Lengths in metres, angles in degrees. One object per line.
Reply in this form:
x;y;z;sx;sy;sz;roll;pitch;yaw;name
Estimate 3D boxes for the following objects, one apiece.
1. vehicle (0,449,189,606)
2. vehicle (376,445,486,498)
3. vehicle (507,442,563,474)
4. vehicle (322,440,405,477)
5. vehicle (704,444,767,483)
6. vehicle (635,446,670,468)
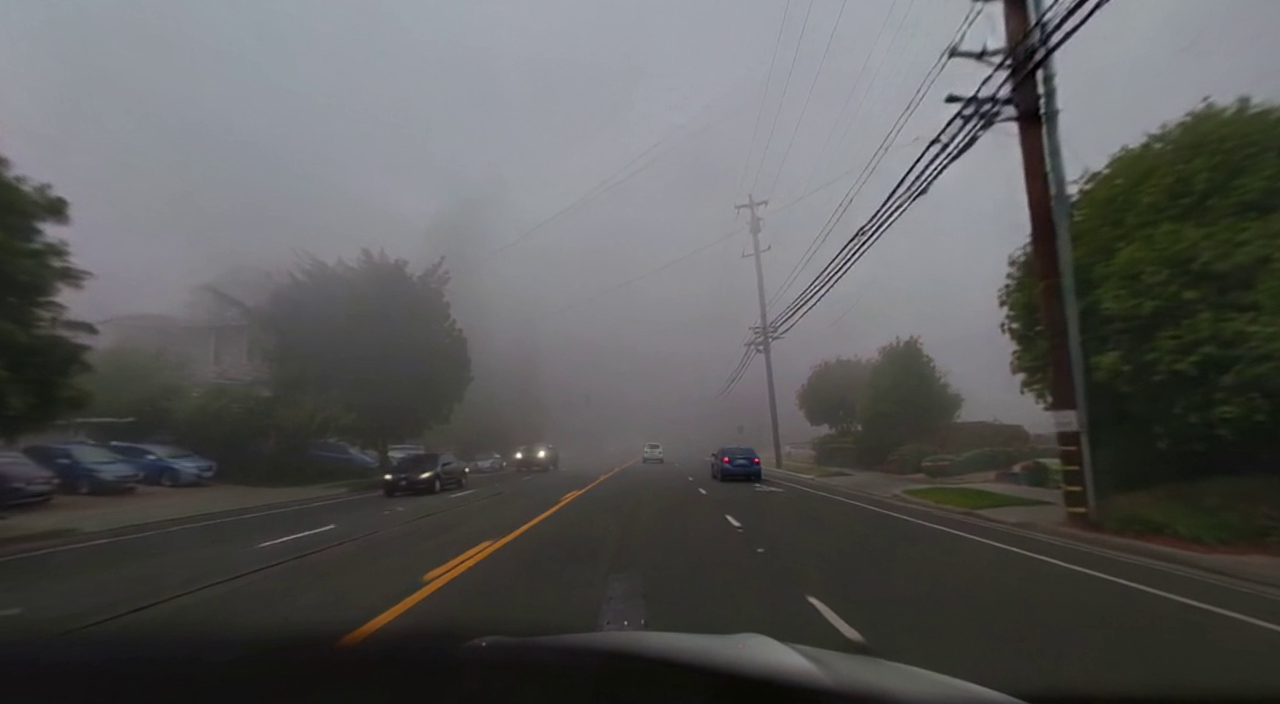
-7.112;1.689;6.074;2.168;1.439;4.457;0;-8;1;vehicle
-6.848;3.941;21.258;1.997;1.566;4.637;0;-8;2;vehicle
-6.307;6.444;38.529;2.303;1.789;5.423;-1;-8;2;vehicle
-16.094;6.181;37.114;2.244;1.851;5.751;-2;-8;0;vehicle
3.889;4.618;26.456;1.951;1.479;4.487;0;-8;0;vehicle
0.864;7.119;42.870;2.298;1.359;4.081;0;-8;1;vehicle
